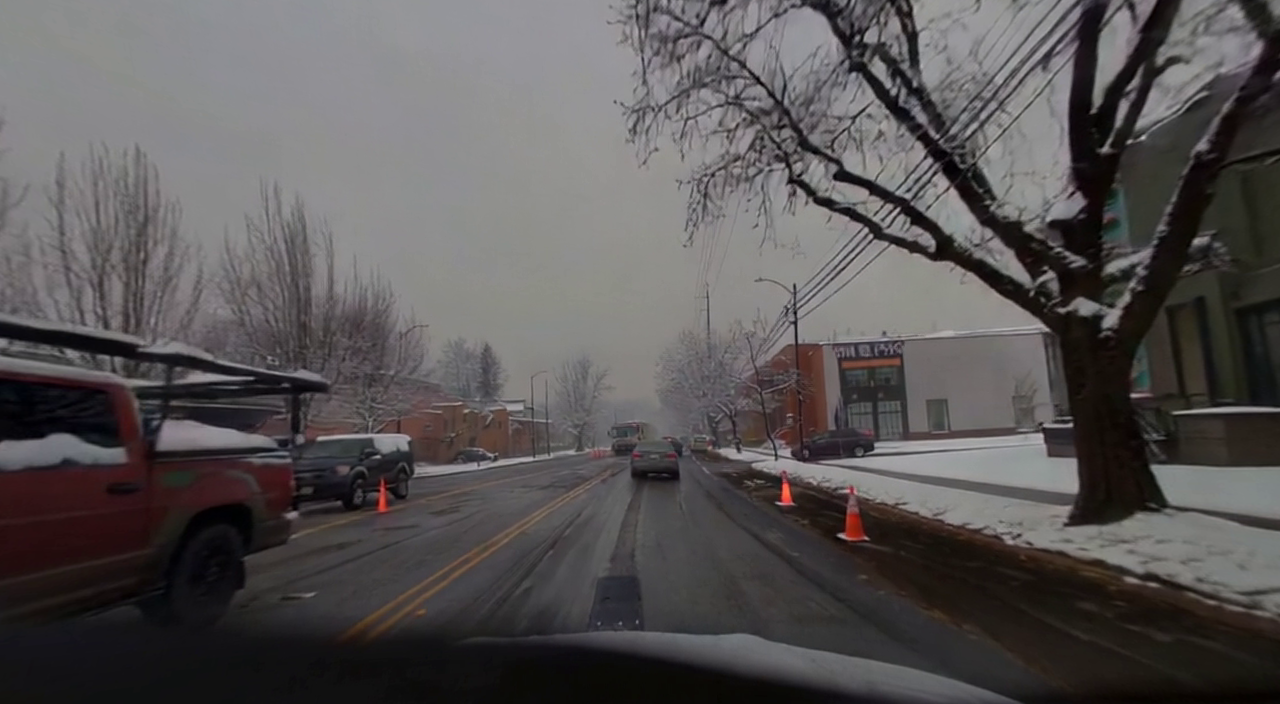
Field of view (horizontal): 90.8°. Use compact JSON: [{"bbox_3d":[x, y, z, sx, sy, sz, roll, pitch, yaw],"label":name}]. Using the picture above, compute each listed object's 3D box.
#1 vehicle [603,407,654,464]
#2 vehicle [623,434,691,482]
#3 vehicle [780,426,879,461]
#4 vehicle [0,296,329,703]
[{"bbox_3d":[-0.754,5.783,43.308,2.977,3.271,12.748,0,-8,-1],"label":"vehicle"},{"bbox_3d":[0.606,3.669,22.240,2.159,1.506,4.086,0,-8,2],"label":"vehicle"},{"bbox_3d":[10.846,5.249,36.419,4.859,1.914,2.333,1,-8,-4],"label":"vehicle"},{"bbox_3d":[-4.314,0.787,2.675,2.500,2.128,6.396,-2,-8,3],"label":"vehicle"}]
